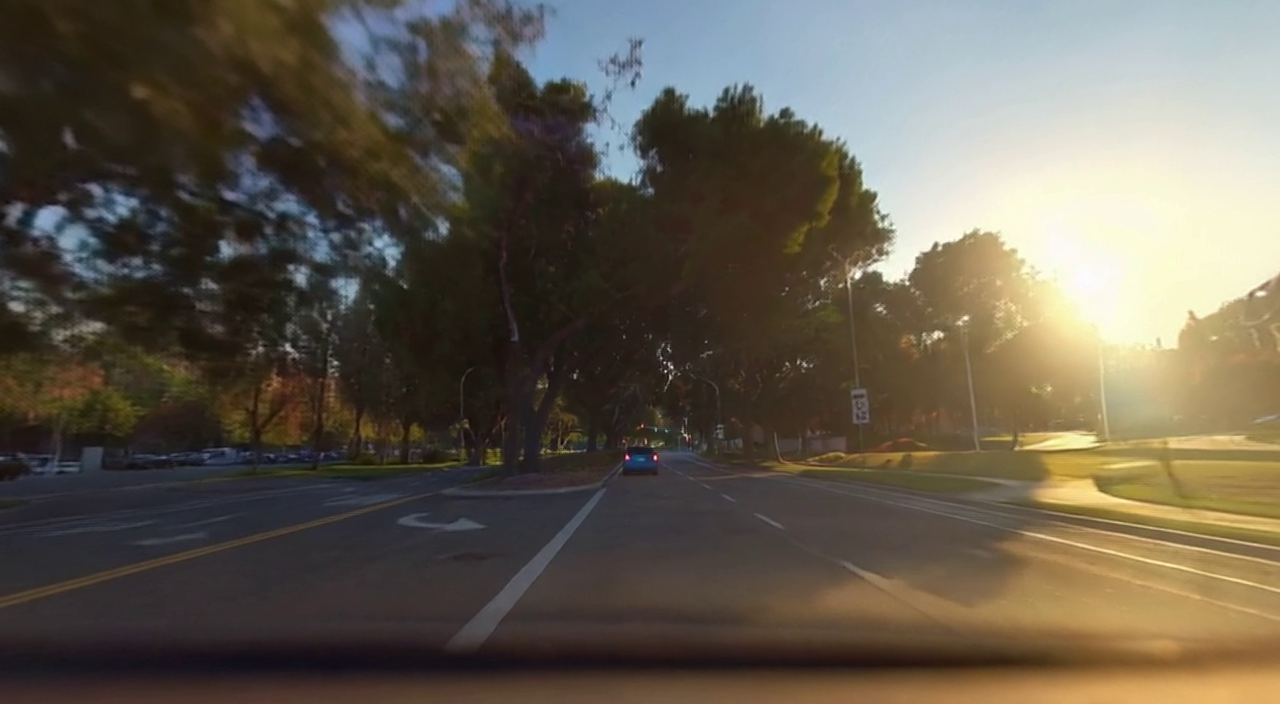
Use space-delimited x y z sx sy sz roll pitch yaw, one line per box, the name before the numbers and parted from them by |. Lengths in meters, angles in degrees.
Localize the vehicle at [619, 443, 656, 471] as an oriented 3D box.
vehicle | -0.178 6.070 36.604 1.978 1.499 3.915 0 -8 -1
